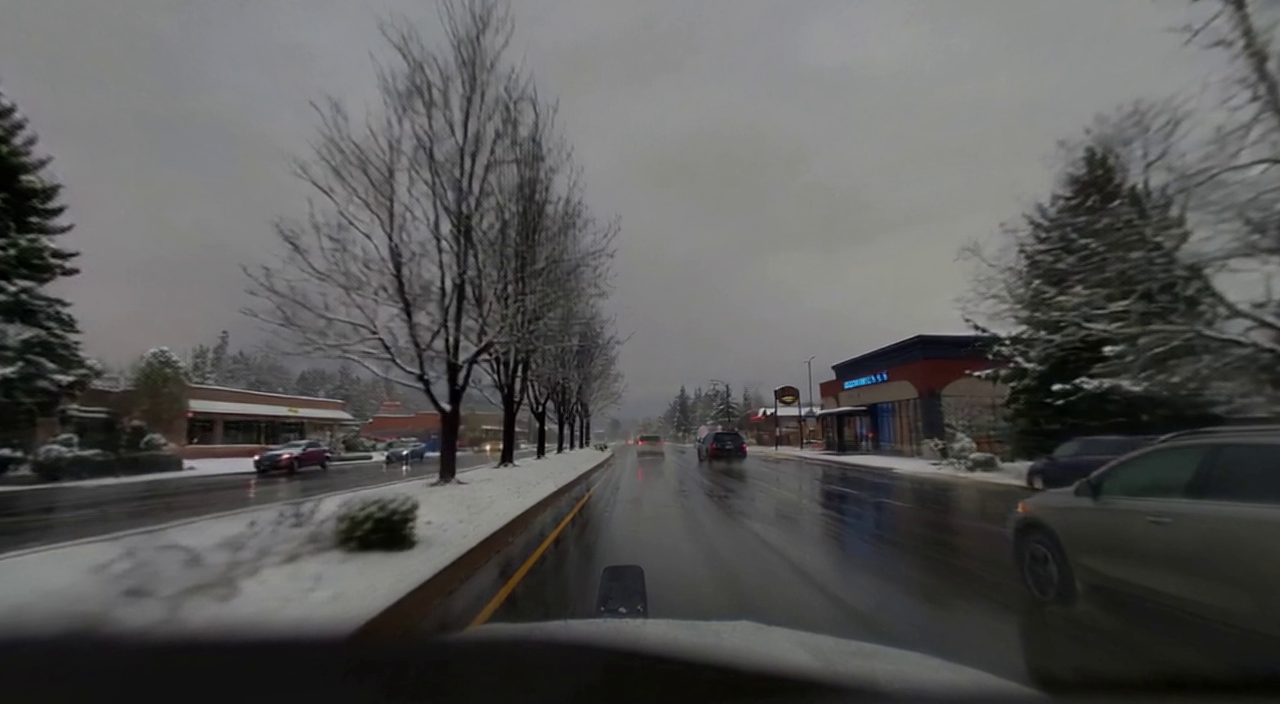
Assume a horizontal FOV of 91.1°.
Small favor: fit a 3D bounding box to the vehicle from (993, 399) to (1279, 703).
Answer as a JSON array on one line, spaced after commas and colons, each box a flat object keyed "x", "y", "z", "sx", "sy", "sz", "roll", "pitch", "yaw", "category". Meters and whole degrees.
[{"x": 3.894, "y": 0.952, "z": 2.868, "sx": 1.908, "sy": 1.463, "sz": 4.506, "roll": 0, "pitch": -9, "yaw": 0, "category": "vehicle"}]

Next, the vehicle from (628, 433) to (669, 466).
[{"x": 0.408, "y": 5.317, "z": 34.378, "sx": 2.098, "sy": 1.682, "sz": 3.778, "roll": 0, "pitch": -9, "yaw": 0, "category": "vehicle"}]

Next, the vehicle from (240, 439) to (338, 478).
[{"x": -18.943, "y": 5.753, "z": 34.236, "sx": 2.488, "sy": 1.752, "sz": 4.991, "roll": -3, "pitch": -7, "yaw": 1, "category": "vehicle"}]

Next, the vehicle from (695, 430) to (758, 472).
[{"x": 3.716, "y": 4.383, "z": 27.793, "sx": 2.115, "sy": 1.692, "sz": 4.189, "roll": 0, "pitch": -9, "yaw": -1, "category": "vehicle"}]
